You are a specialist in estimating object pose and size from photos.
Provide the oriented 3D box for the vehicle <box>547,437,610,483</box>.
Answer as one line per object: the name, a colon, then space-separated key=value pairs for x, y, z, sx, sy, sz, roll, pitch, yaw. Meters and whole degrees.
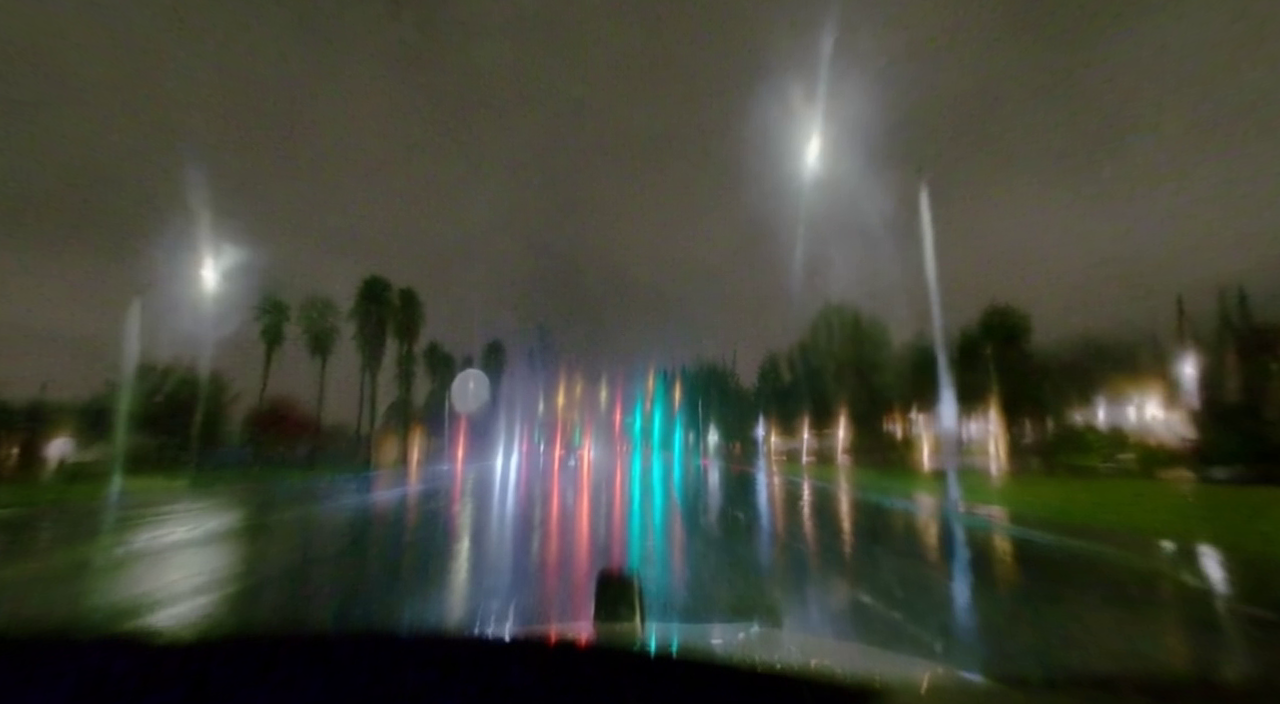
vehicle: x=-2.769 y=5.068 z=29.828 sx=2.370 sy=1.968 sz=5.698 roll=0 pitch=-9 yaw=0
